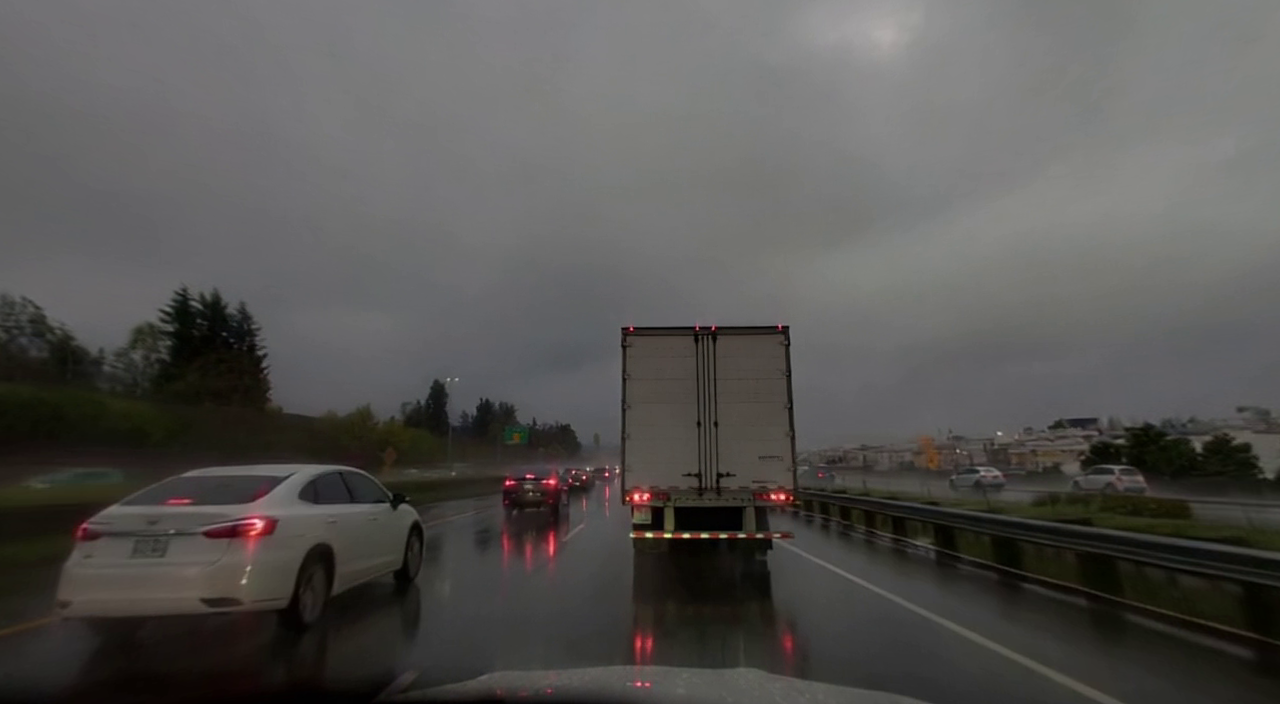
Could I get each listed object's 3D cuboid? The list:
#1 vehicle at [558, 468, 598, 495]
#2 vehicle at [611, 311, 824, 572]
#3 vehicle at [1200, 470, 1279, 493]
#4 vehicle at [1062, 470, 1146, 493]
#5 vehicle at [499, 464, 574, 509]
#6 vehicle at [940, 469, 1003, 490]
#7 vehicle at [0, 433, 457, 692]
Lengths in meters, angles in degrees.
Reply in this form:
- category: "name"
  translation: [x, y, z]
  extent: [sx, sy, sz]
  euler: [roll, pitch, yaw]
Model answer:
- category: "vehicle"
  translation: [-3.530, 7.460, 36.462]
  extent: [1.867, 1.418, 3.670]
  euler: [0, -11, 1]
- category: "vehicle"
  translation: [0.966, 1.964, 12.926]
  extent: [2.831, 3.529, 8.689]
  euler: [1, -11, -1]
- category: "vehicle"
  translation: [41.812, 9.030, 43.883]
  extent: [3.974, 1.485, 1.709]
  euler: [1, -11, -3]
- category: "vehicle"
  translation: [32.600, 9.095, 44.384]
  extent: [4.299, 1.465, 1.807]
  euler: [-1, -11, 11]
- category: "vehicle"
  translation: [-3.758, 4.996, 23.671]
  extent: [1.964, 1.482, 4.371]
  euler: [0, -11, 1]
- category: "vehicle"
  translation: [25.330, 9.743, 48.304]
  extent: [4.107, 1.485, 1.796]
  euler: [-4, -12, 25]
- category: "vehicle"
  translation: [-3.519, 1.694, 6.180]
  extent: [1.983, 1.509, 4.679]
  euler: [1, -11, 1]
